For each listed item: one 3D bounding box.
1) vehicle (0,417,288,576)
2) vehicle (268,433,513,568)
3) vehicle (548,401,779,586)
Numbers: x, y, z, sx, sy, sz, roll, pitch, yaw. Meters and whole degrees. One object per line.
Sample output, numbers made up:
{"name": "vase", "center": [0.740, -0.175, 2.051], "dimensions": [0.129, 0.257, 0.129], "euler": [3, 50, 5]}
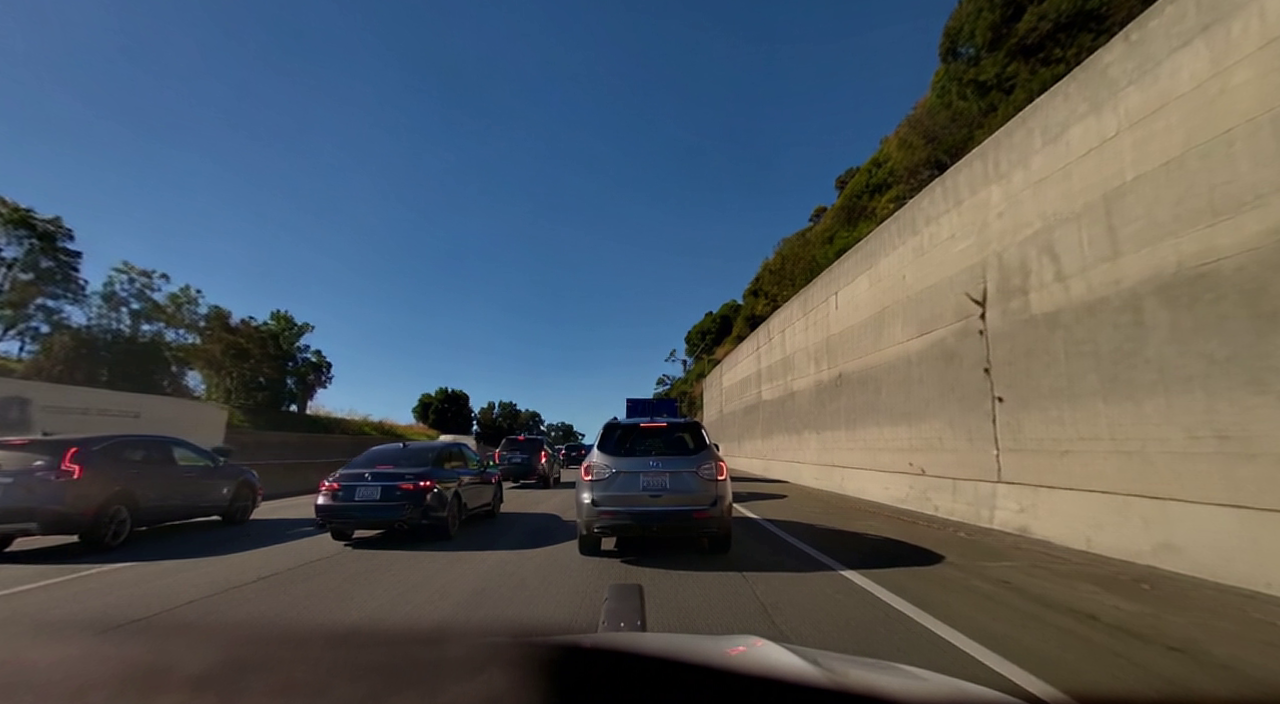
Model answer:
{"name": "vehicle", "center": [-7.467, 1.929, 9.187], "dimensions": [1.986, 1.700, 4.558], "euler": [0, -9, 1]}
{"name": "vehicle", "center": [-3.243, 2.005, 9.203], "dimensions": [1.917, 1.506, 3.949], "euler": [0, -9, 1]}
{"name": "vehicle", "center": [0.185, 1.772, 8.806], "dimensions": [2.210, 1.760, 5.303], "euler": [0, -9, -1]}
